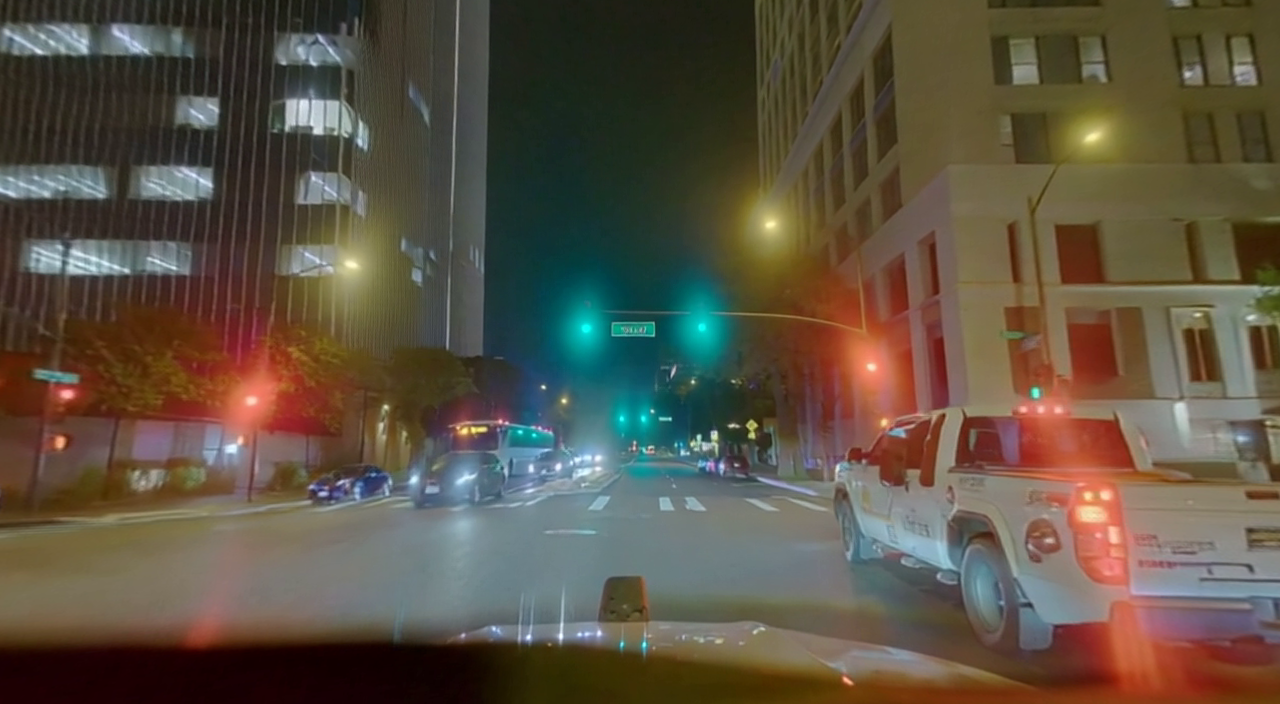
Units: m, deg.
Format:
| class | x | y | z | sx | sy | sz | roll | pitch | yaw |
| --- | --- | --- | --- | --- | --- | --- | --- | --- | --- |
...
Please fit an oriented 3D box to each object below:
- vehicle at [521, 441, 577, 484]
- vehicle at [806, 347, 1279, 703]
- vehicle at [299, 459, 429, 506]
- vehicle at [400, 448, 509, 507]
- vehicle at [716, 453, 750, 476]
| class | x | y | z | sx | sy | sz | roll | pitch | yaw |
| --- | --- | --- | --- | --- | --- | --- | --- | --- | --- |
| vehicle | -5.006 | 6.163 | 35.626 | 2.304 | 2.208 | 5.200 | 0 | -9 | 1 |
| vehicle | 3.301 | 1.299 | 5.632 | 2.118 | 1.848 | 5.426 | 0 | -9 | 0 |
| vehicle | -10.188 | 4.818 | 23.730 | 2.003 | 1.489 | 4.656 | -2 | -9 | 13 |
| vehicle | -5.553 | 3.775 | 19.481 | 1.997 | 1.610 | 4.144 | 0 | -9 | 1 |
| vehicle | 7.124 | 8.608 | 48.578 | 1.962 | 1.617 | 4.325 | 0 | -9 | 0 |
